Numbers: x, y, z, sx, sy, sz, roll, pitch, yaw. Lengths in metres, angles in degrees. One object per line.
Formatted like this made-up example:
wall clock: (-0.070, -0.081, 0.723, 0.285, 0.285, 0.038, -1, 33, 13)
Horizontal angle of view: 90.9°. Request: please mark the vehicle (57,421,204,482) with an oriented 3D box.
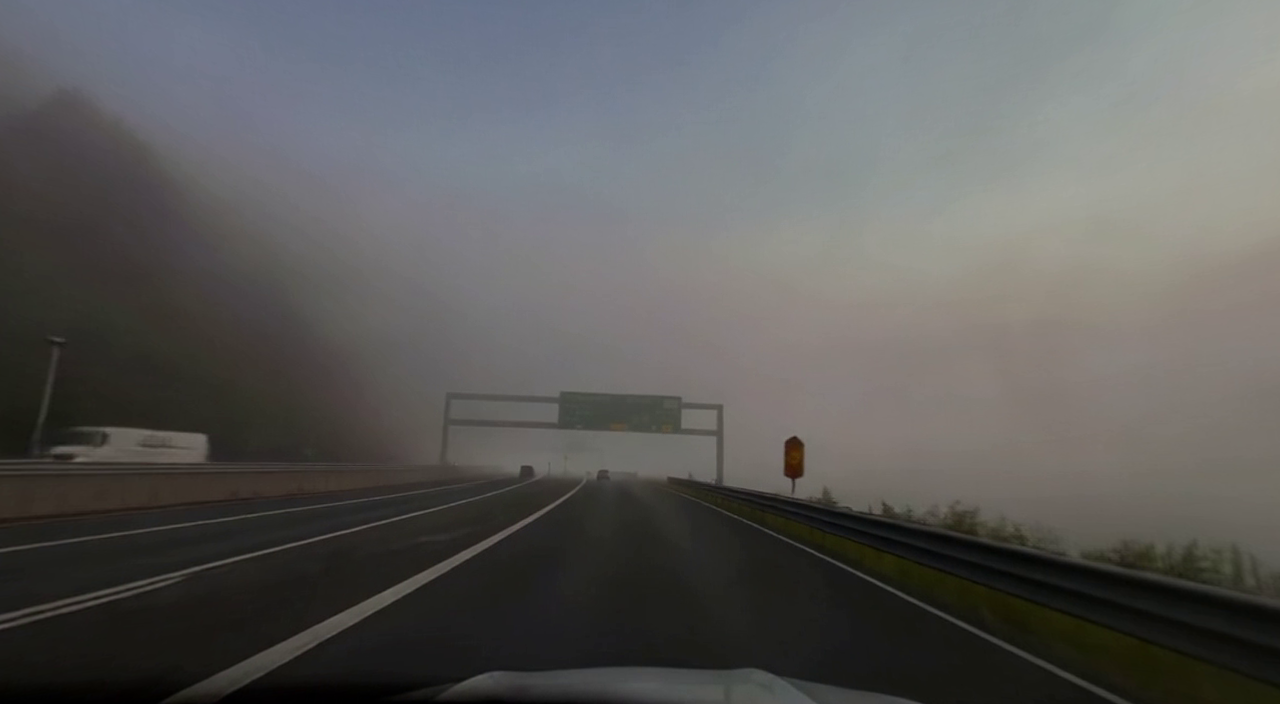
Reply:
vehicle: (-28.465, 5.763, 35.774, 2.477, 3.059, 7.343, 1, -11, -4)
